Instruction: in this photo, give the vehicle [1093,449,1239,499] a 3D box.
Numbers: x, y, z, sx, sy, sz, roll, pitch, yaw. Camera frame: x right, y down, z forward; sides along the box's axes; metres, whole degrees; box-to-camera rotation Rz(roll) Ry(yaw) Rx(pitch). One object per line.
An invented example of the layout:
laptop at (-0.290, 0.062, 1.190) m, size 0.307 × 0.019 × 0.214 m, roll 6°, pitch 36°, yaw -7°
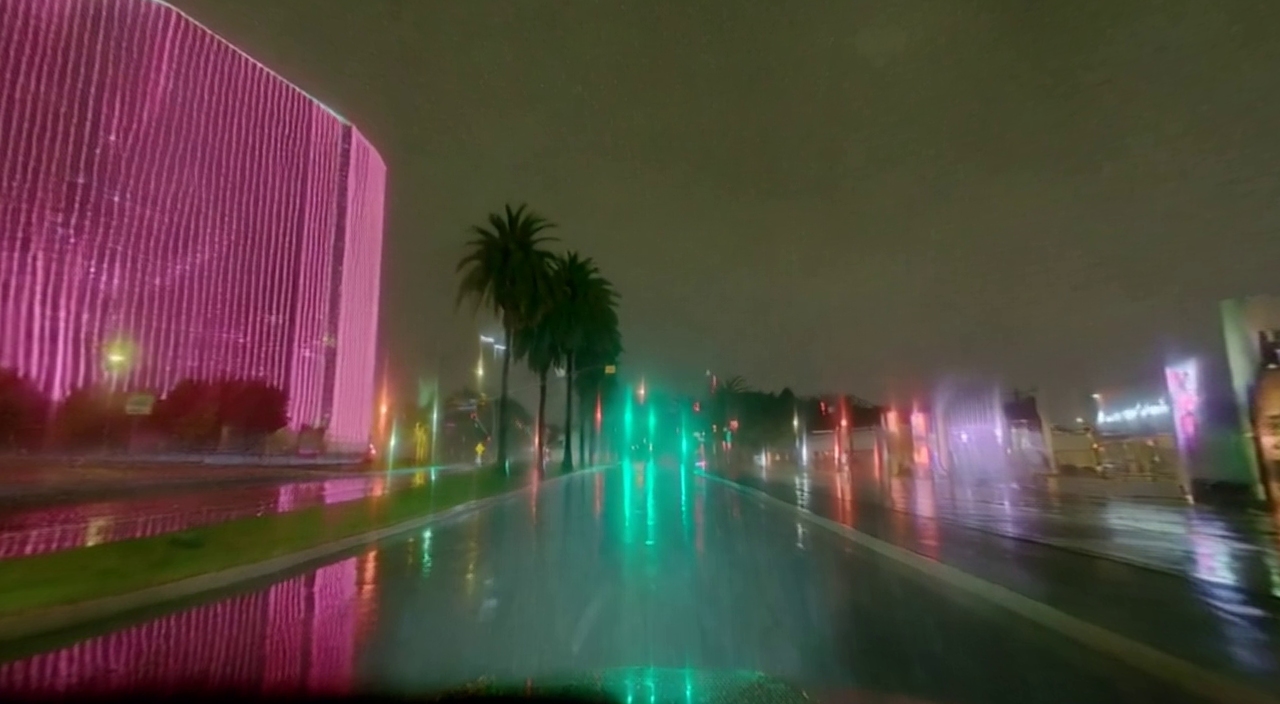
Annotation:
vehicle at (28.988, 6.913, 35.115) m, size 2.599 × 2.380 × 6.013 m, roll -1°, pitch -14°, yaw -2°
